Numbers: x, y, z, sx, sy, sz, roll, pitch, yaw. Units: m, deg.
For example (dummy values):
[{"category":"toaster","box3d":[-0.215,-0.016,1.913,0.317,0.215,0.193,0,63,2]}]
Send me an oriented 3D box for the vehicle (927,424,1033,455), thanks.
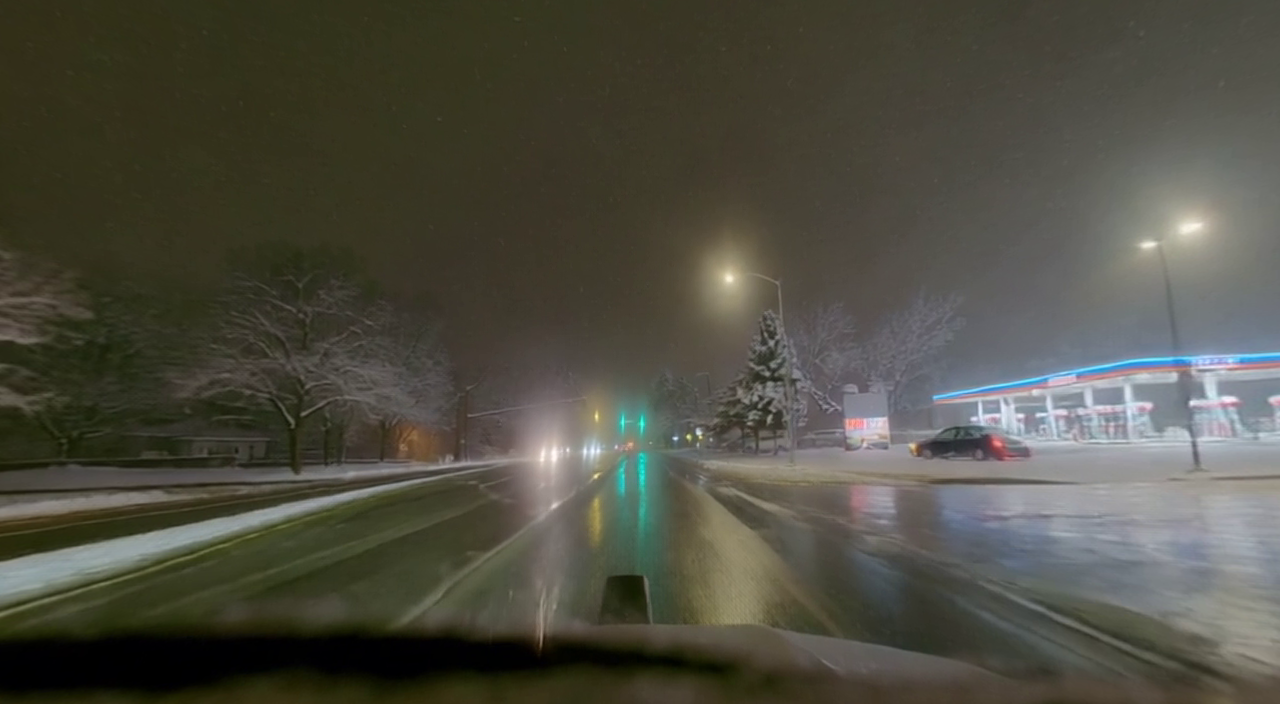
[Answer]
[{"category":"vehicle","box3d":[18.125,4.731,33.895,4.812,1.567,2.123,-4,-9,24]}]
